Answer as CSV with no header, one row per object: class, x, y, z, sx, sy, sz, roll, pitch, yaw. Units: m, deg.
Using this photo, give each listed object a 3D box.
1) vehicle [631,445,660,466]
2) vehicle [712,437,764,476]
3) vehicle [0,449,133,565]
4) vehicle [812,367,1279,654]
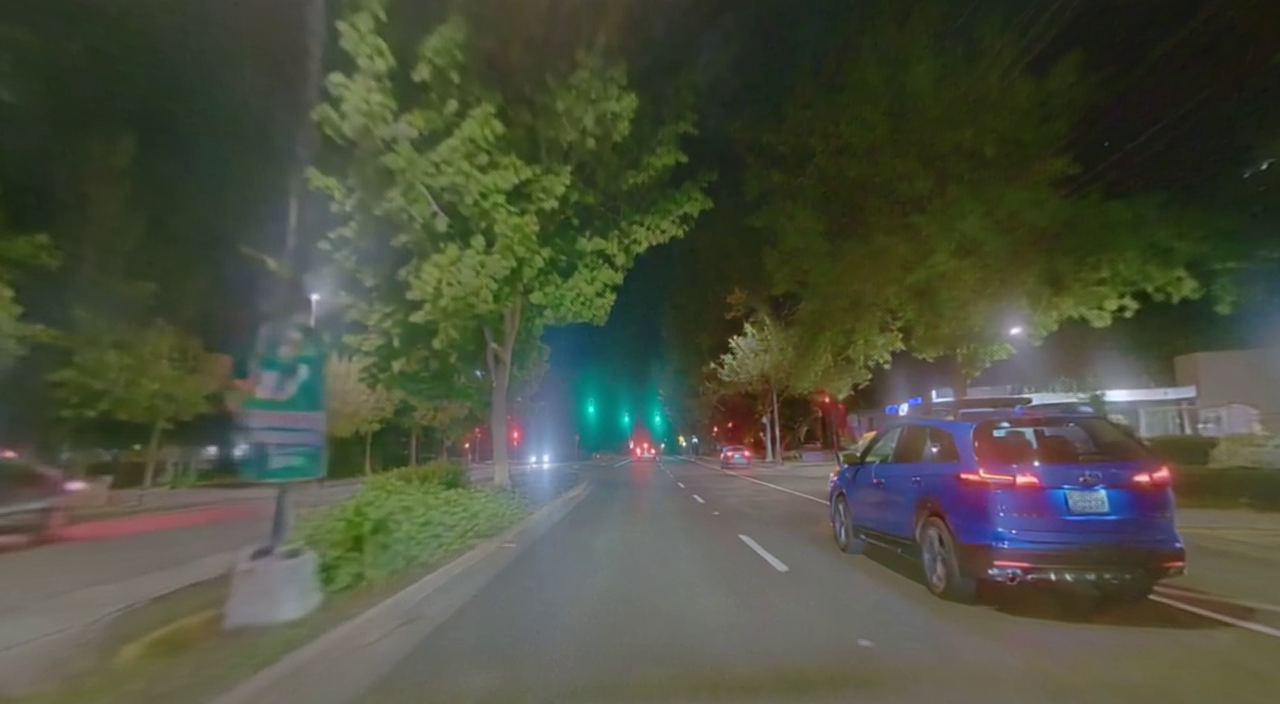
vehicle,0.422,7.949,48.437,2.131,1.474,4.146,0,-9,1
vehicle,4.912,5.351,32.382,2.085,1.828,5.383,0,-9,3
vehicle,-9.233,2.010,8.166,1.932,1.483,4.246,1,-9,-4
vehicle,3.381,1.351,6.354,2.033,1.865,4.360,0,-9,0
